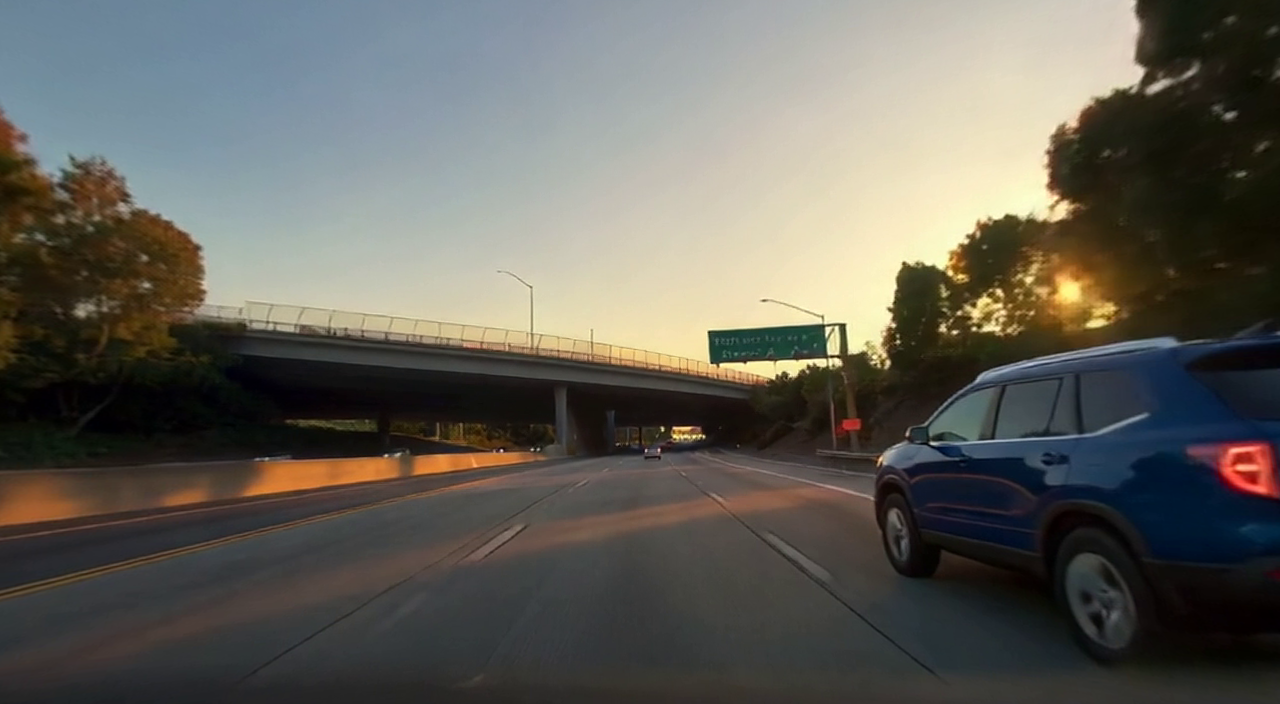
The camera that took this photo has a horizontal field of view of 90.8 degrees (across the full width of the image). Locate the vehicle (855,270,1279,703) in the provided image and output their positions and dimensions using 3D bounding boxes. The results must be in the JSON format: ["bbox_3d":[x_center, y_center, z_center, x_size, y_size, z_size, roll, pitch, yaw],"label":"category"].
[{"bbox_3d":[3.545,0.920,4.500,2.155,1.918,4.945,-1,-8,-1],"label":"vehicle"}]
